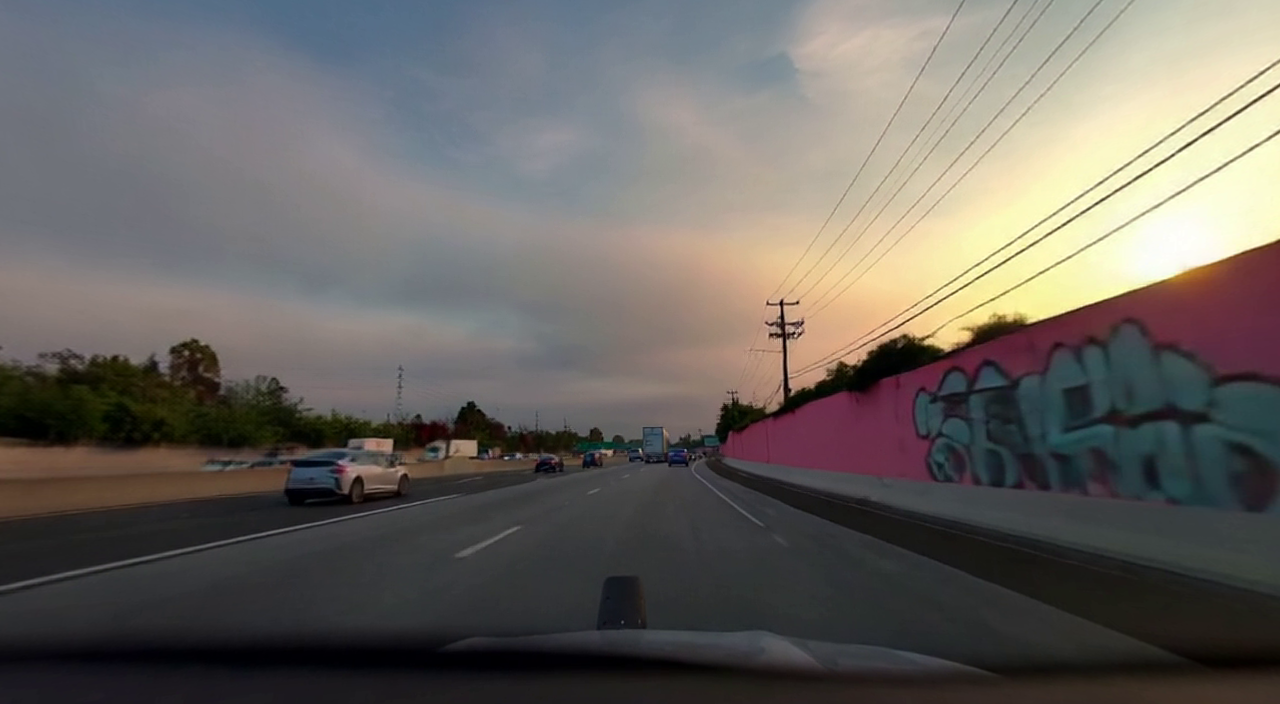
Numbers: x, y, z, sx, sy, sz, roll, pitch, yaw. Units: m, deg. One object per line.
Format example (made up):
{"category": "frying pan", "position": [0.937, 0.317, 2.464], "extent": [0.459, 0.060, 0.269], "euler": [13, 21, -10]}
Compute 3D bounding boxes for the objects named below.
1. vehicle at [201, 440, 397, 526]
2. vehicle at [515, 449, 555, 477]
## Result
{"category": "vehicle", "position": [-7.096, 2.737, 13.665], "extent": [1.966, 1.565, 3.766], "euler": [-1, -9, 3]}
{"category": "vehicle", "position": [-6.034, 6.392, 36.426], "extent": [1.708, 1.489, 2.840], "euler": [-1, -9, 3]}
